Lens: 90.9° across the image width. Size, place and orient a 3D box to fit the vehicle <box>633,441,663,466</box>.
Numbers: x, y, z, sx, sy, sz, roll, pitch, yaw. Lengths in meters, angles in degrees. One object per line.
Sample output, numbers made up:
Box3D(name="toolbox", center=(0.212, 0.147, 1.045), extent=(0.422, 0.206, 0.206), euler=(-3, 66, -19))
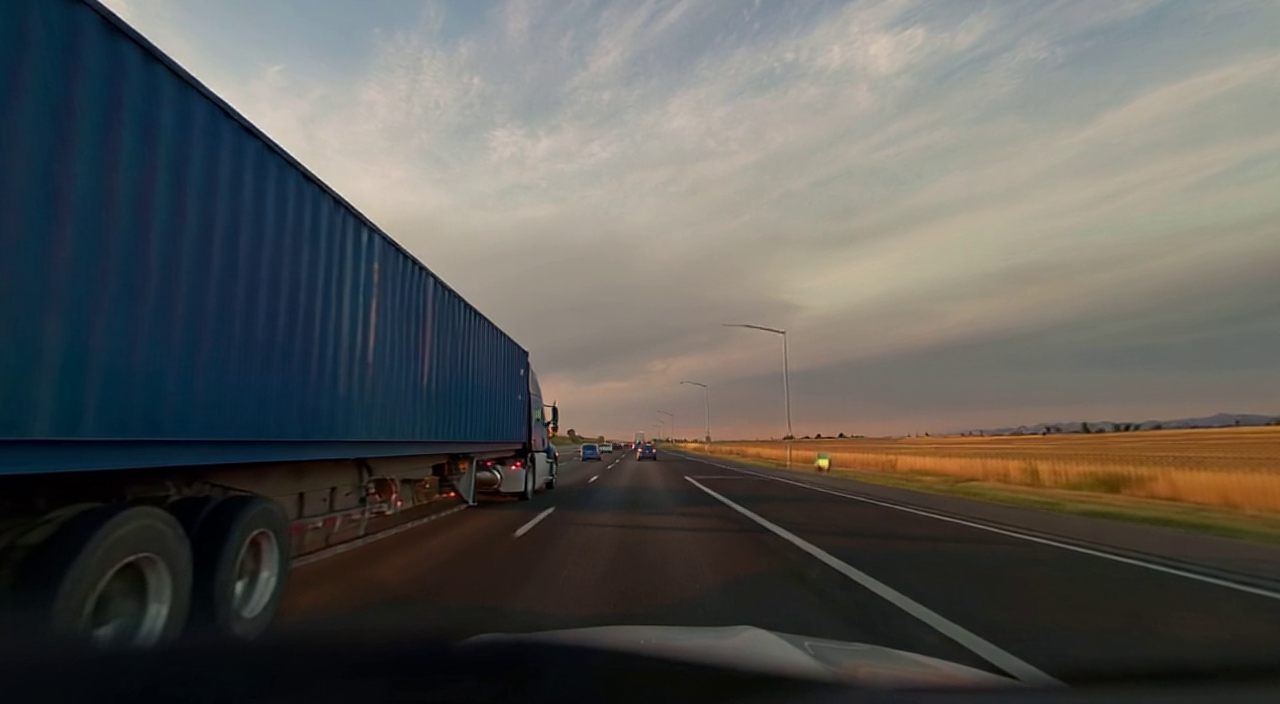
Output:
Box3D(name="vehicle", center=(0.550, 7.467, 46.432), extent=(2.136, 1.718, 4.157), euler=(0, -8, 0))

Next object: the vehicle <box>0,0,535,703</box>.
Box3D(name="vehicle", center=(-3.912, 0.406, 7.499), extent=(2.840, 4.032, 13.388), euler=(0, -8, 1))

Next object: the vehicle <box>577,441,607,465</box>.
Box3D(name="vehicle", center=(-3.703, 7.877, 49.333), extent=(1.995, 1.745, 4.187), euler=(0, -8, 1))
